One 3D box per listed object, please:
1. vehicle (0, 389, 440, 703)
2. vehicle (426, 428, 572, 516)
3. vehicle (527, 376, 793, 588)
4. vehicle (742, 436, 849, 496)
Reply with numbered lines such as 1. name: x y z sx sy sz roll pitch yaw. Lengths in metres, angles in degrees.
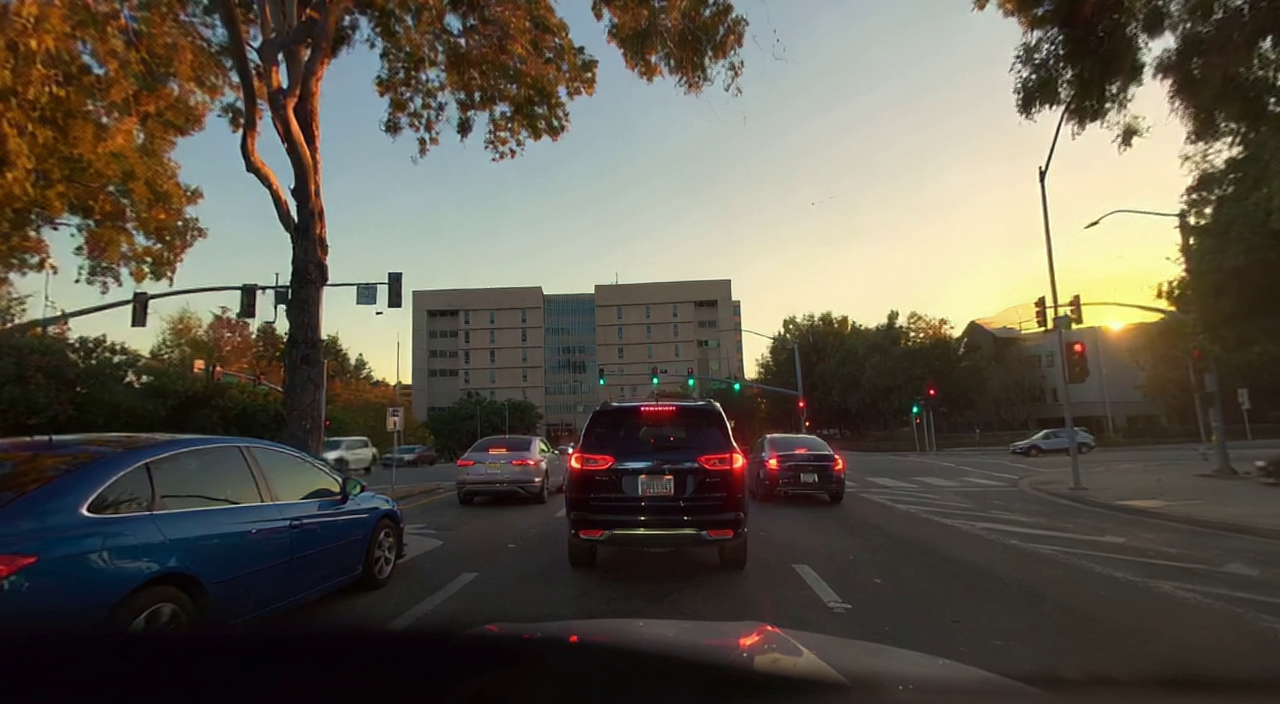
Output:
1. vehicle: -3.213 1.203 4.441 1.958 1.494 4.624 0 -8 2
2. vehicle: -2.684 2.384 13.052 1.851 1.502 4.042 0 -8 4
3. vehicle: 0.225 1.436 7.724 2.300 1.832 4.331 0 -8 1
4. vehicle: 4.100 3.062 17.350 1.979 1.453 4.011 0 -8 1
